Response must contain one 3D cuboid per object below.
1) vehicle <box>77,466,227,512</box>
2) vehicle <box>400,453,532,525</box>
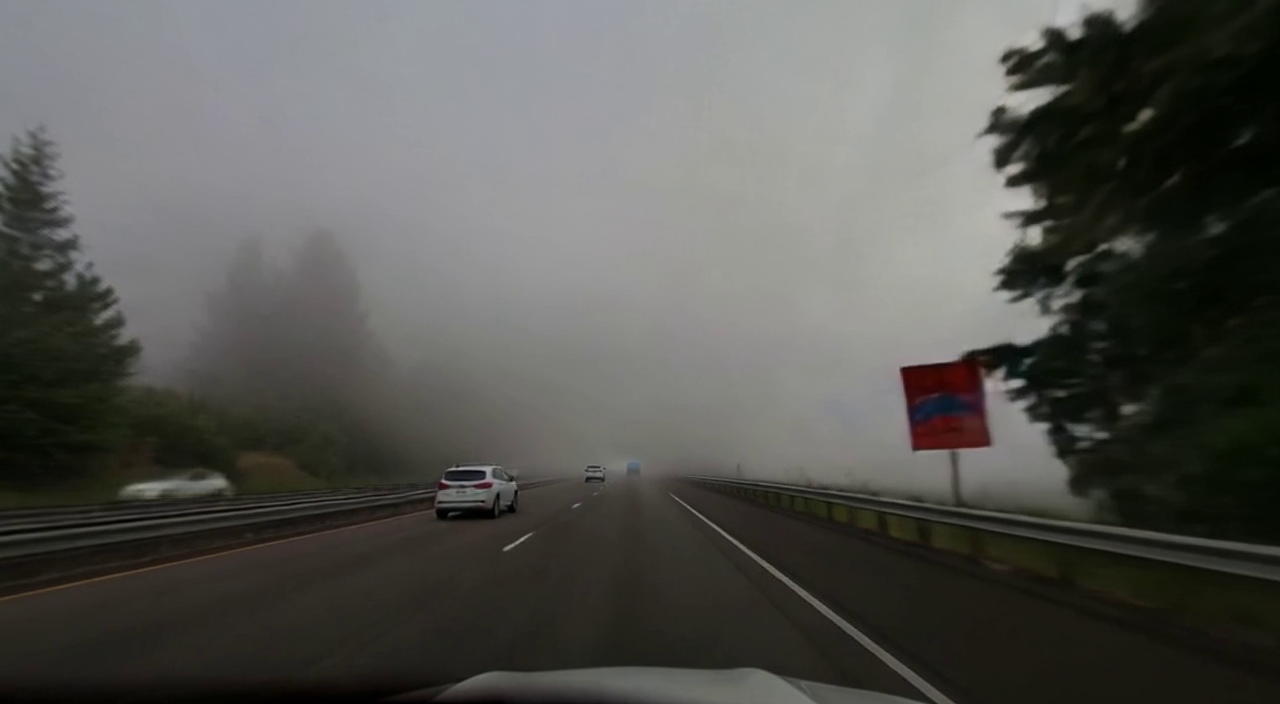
[{"bbox_3d":[-17.526,4.915,22.954,1.848,1.458,4.489,1,-11,0],"label":"vehicle"},{"bbox_3d":[-4.259,3.467,16.300,2.040,1.525,4.603,1,-11,1],"label":"vehicle"}]
